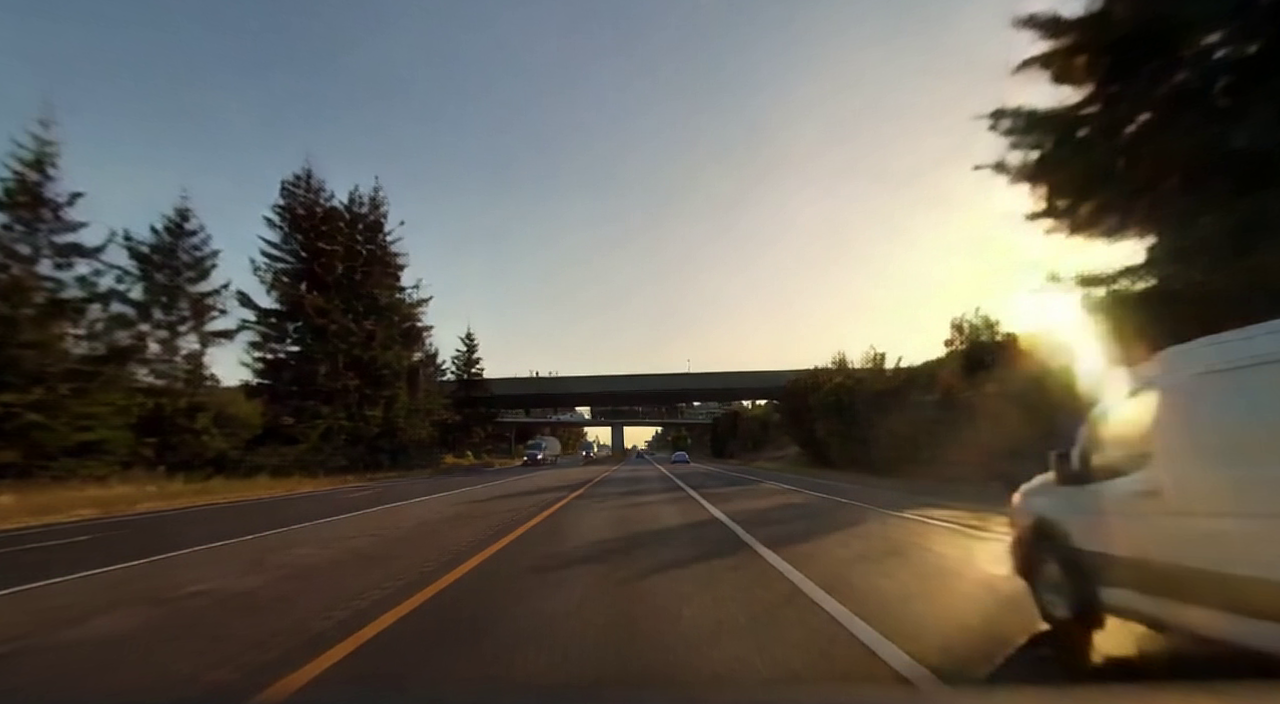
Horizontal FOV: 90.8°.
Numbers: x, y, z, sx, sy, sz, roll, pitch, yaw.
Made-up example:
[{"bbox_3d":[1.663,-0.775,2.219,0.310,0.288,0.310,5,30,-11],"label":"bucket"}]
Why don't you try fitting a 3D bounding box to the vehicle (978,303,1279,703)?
[{"bbox_3d":[3.867,0.742,2.391,2.152,1.998,5.380,0,-9,0],"label":"vehicle"}]
